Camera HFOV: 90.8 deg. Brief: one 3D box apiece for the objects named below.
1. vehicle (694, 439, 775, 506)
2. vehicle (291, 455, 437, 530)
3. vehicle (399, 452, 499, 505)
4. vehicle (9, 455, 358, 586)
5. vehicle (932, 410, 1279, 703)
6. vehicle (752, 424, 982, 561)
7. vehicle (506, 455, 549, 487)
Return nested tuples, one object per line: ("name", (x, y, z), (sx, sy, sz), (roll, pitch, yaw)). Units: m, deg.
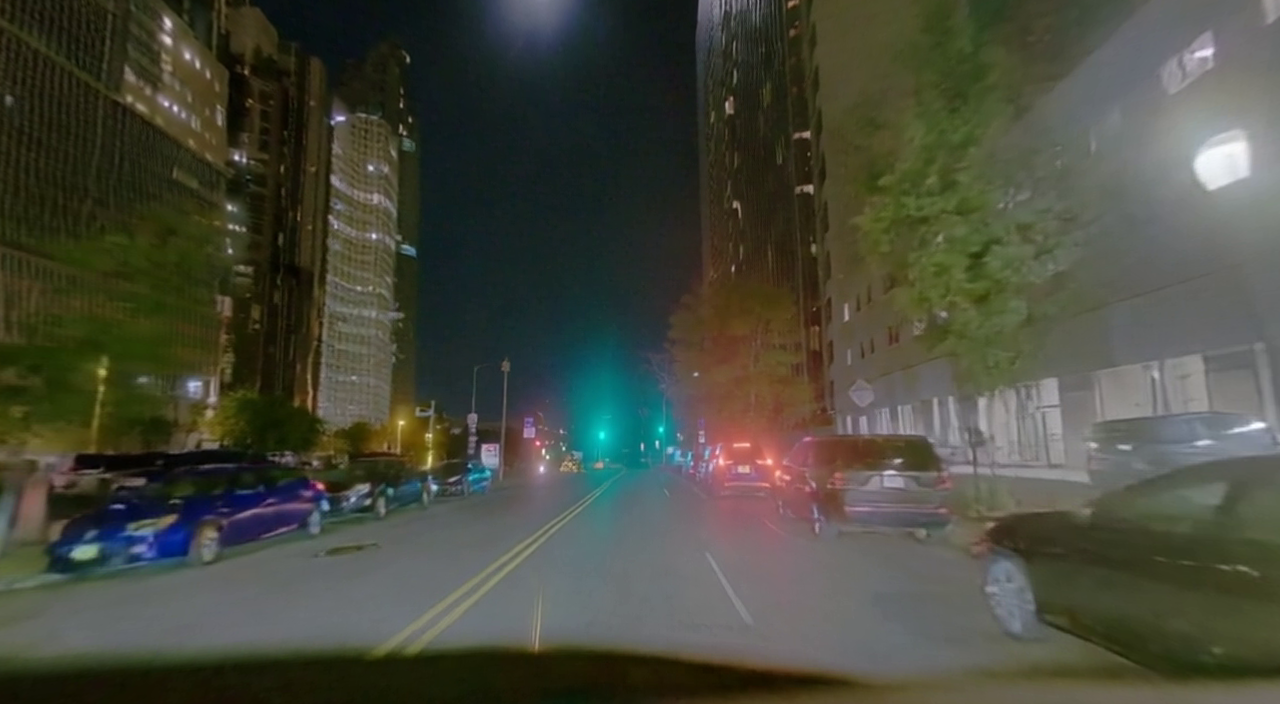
("vehicle", (2.851, 3.742, 20.107), (1.954, 1.845, 4.682), (0, -9, 1))
("vehicle", (-6.610, 3.368, 15.744), (1.723, 1.520, 4.439), (0, -9, -1))
("vehicle", (-6.526, 4.472, 22.196), (2.033, 1.523, 4.867), (-3, -12, 0))
("vehicle", (-6.512, 2.403, 9.937), (1.913, 1.479, 4.714), (0, -9, 1))
("vehicle", (3.253, 0.962, 2.375), (1.908, 1.461, 4.873), (0, -9, -1))
("vehicle", (3.391, 2.206, 10.778), (1.886, 1.740, 5.167), (0, -9, -1))
("vehicle", (-6.780, 7.188, 38.483), (1.893, 1.758, 4.019), (0, -9, 0))
